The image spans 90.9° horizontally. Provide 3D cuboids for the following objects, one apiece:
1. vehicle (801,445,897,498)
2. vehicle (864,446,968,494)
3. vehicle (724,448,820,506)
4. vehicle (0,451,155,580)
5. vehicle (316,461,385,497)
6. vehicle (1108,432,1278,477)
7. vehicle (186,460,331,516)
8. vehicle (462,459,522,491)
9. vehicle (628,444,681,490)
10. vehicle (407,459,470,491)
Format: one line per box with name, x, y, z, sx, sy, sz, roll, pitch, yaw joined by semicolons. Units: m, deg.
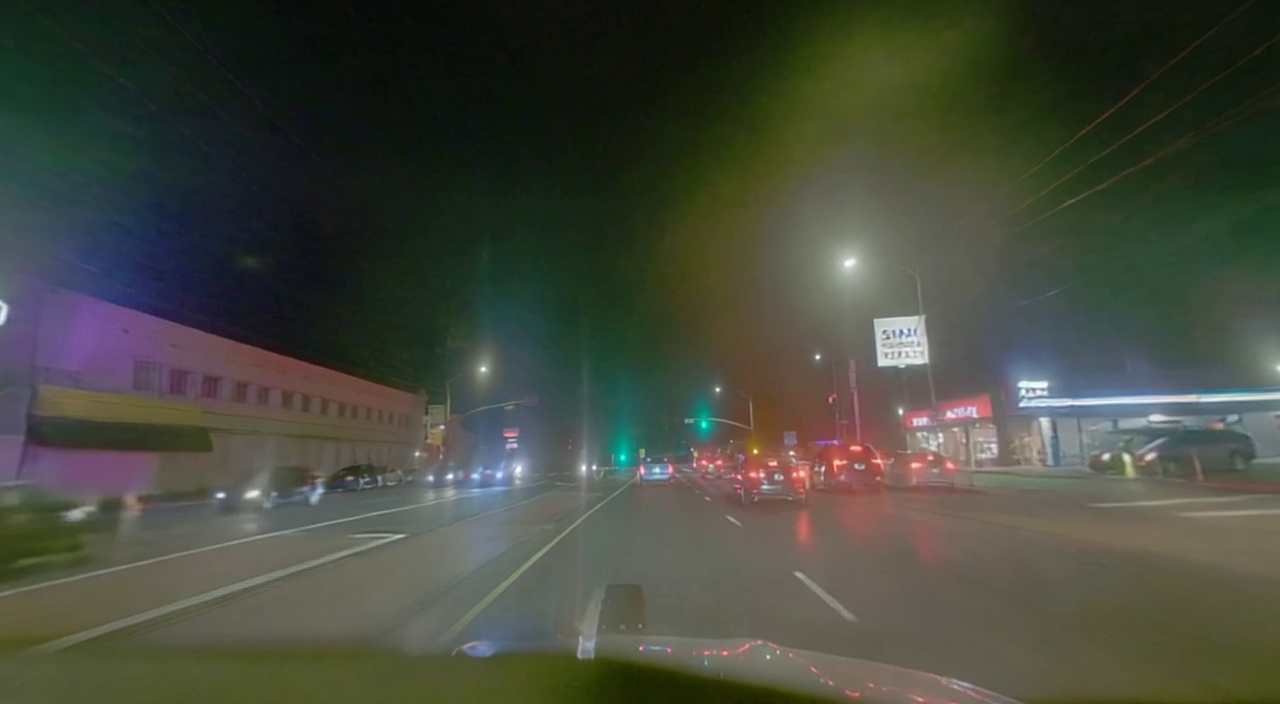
vehicle;7.558;4.316;23.354;2.040;1.738;4.414;0;-8;0
vehicle;10.998;4.762;25.566;2.106;1.712;4.769;0;-10;1
vehicle;3.905;3.752;19.459;1.963;1.484;4.609;0;-8;0
vehicle;-8.789;2.017;7.671;1.906;1.519;4.797;0;-8;1
vehicle;-18.034;7.878;39.533;1.878;1.760;4.876;-1;-6;2
vehicle;22.025;4.097;25.314;4.718;1.628;2.008;-2;-8;5
vehicle;-12.162;4.316;20.525;1.846;1.461;4.488;0;-8;1
vehicle;-7.924;6.637;34.271;2.078;1.465;4.632;-1;-8;1
vehicle;0.662;5.136;28.602;2.210;1.861;4.280;0;-8;1
vehicle;-11.950;7.306;37.768;2.183;1.674;4.481;-1;-8;1
